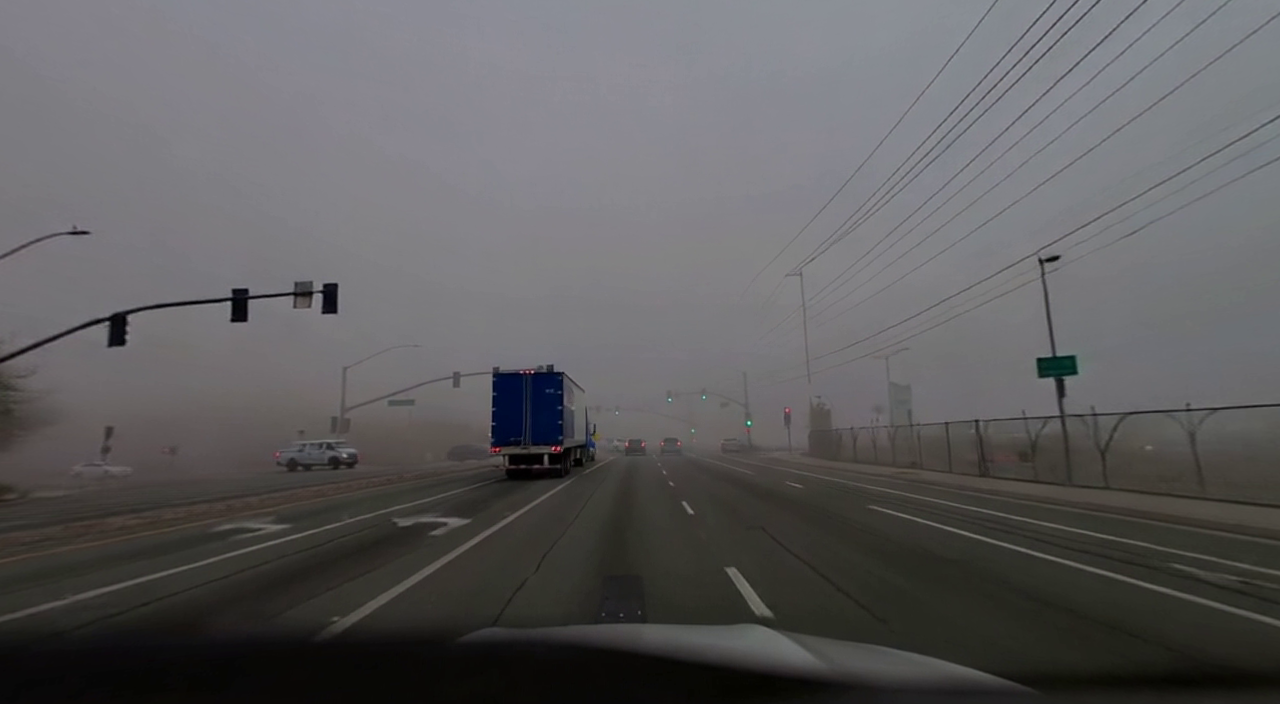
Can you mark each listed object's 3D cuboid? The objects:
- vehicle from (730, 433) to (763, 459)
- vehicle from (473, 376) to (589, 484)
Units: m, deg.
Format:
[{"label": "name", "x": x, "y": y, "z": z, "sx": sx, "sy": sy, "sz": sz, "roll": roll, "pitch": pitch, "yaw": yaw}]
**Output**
[{"label": "vehicle", "x": 7.281, "y": 6.450, "z": 43.333, "sx": 2.102, "sy": 1.662, "sz": 4.533, "roll": -2, "pitch": -8, "yaw": 9}, {"label": "vehicle", "x": -3.724, "y": 3.012, "z": 23.847, "sx": 2.889, "sy": 3.347, "sz": 8.285, "roll": 0, "pitch": -8, "yaw": 0}]
